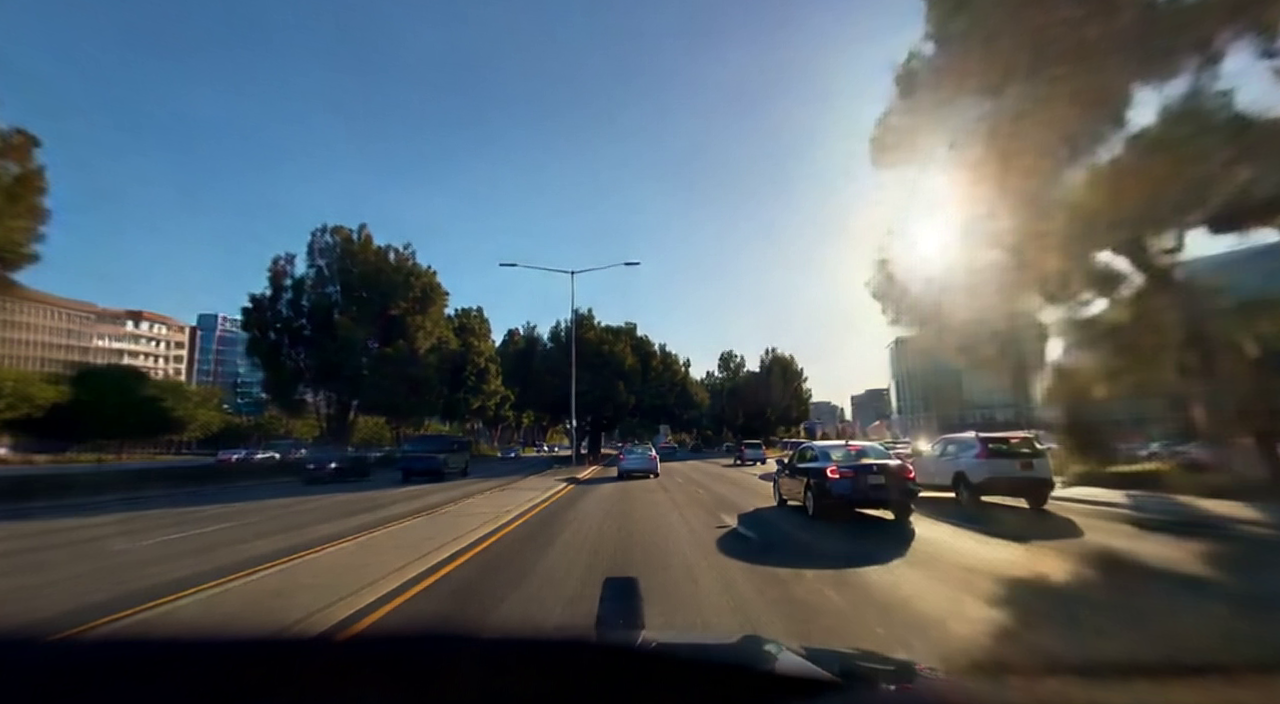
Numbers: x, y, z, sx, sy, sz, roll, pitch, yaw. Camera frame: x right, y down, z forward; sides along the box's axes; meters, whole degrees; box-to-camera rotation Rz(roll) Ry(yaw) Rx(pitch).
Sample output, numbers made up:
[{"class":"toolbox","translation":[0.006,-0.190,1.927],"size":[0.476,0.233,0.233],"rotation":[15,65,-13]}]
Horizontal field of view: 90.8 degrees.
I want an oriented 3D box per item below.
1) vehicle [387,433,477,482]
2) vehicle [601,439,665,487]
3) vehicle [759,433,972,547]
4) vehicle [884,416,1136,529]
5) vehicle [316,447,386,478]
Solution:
[{"class":"vehicle","translation":[-9.208,4.730,28.551],"size":[2.246,1.943,5.493],"rotation":[0,-9,0]},{"class":"vehicle","translation":[-0.246,3.756,21.622],"size":[1.994,1.479,3.647],"rotation":[0,-9,-1]},{"class":"vehicle","translation":[3.353,2.131,10.426],"size":[1.858,1.466,4.230],"rotation":[0,-9,-1]},{"class":"vehicle","translation":[6.893,2.303,12.581],"size":[2.134,1.810,4.590],"rotation":[0,-9,-1]},{"class":"vehicle","translation":[-16.478,6.289,36.282],"size":[1.903,1.675,4.547],"rotation":[0,-9,-1]}]
